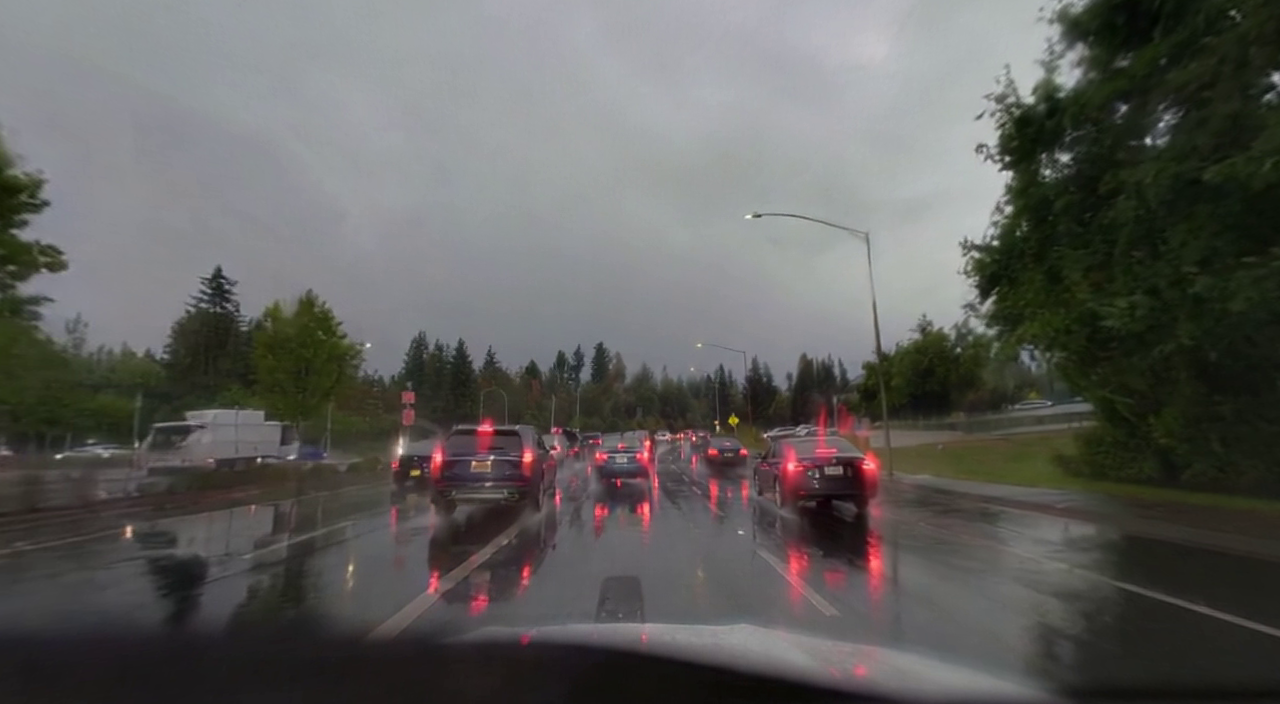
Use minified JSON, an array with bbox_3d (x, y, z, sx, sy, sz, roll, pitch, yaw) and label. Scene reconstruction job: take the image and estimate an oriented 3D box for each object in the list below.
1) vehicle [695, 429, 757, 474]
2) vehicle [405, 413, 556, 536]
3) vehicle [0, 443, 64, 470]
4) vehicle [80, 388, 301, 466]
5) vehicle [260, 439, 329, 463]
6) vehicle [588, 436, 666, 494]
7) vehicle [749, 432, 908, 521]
[{"bbox_3d":[3.735,4.427,28.282,2.099,1.845,4.363,0,-9,-1],"label":"vehicle"},{"bbox_3d":[-2.650,2.159,11.851,2.111,1.745,5.274,1,-9,-7],"label":"vehicle"},{"bbox_3d":[-38.778,6.489,39.121,4.458,1.485,1.973,-3,-10,5],"label":"vehicle"},{"bbox_3d":[-27.973,5.079,41.046,3.181,4.189,14.107,-1,-9,4],"label":"vehicle"},{"bbox_3d":[-23.245,6.700,42.769,1.865,1.493,4.712,-1,-9,2],"label":"vehicle"},{"bbox_3d":[-0.348,3.258,18.566,2.030,1.477,4.330,0,-9,0],"label":"vehicle"},{"bbox_3d":[3.547,2.413,12.786,1.884,1.463,4.195,0,-9,0],"label":"vehicle"}]
